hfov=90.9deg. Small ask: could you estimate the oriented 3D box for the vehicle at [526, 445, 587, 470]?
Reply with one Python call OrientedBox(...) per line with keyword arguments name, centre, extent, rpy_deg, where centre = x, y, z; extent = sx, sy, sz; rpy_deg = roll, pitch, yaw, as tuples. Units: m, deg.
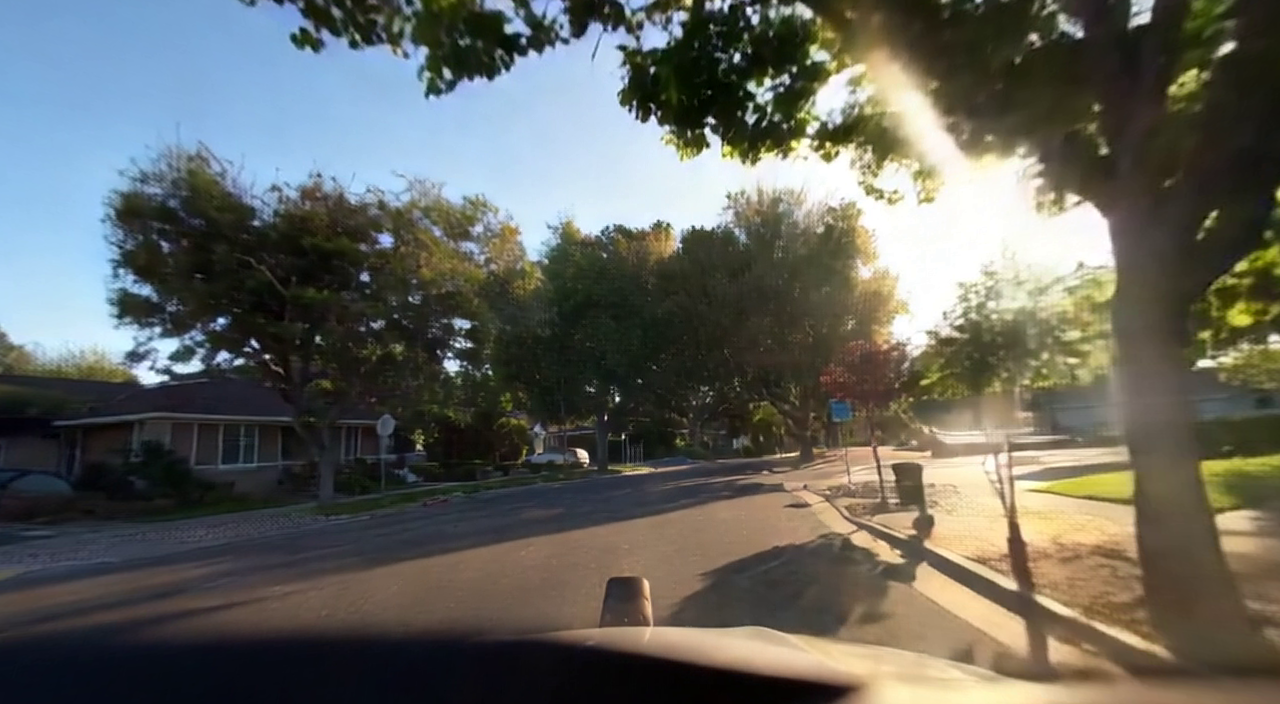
OrientedBox(name="vehicle", centre=(-5.967, 7.552, 45.299), extent=(4.252, 1.681, 1.854), rpy_deg=(1, -8, -6))
